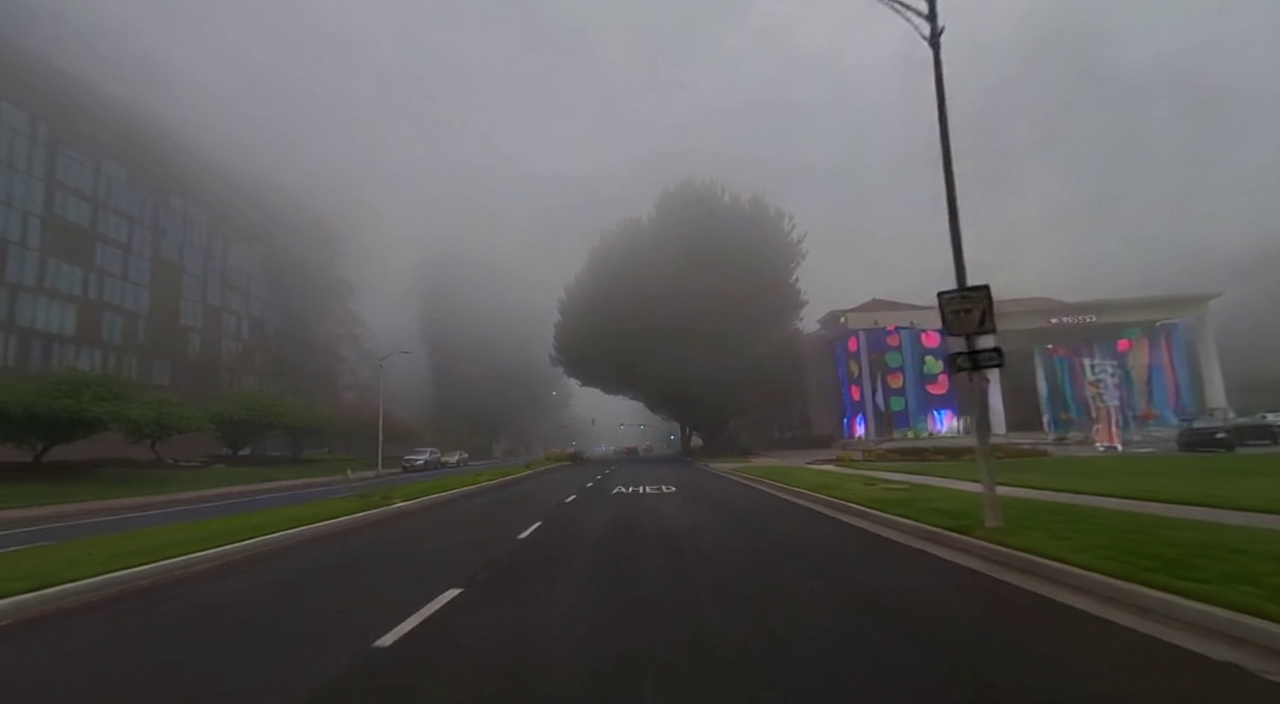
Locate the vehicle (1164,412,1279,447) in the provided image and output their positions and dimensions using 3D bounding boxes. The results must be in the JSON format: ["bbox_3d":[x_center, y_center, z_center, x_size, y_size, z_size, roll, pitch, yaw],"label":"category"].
[{"bbox_3d":[28.081,3.788,30.277,1.895,1.503,4.234,0,-9,0],"label":"vehicle"}]
